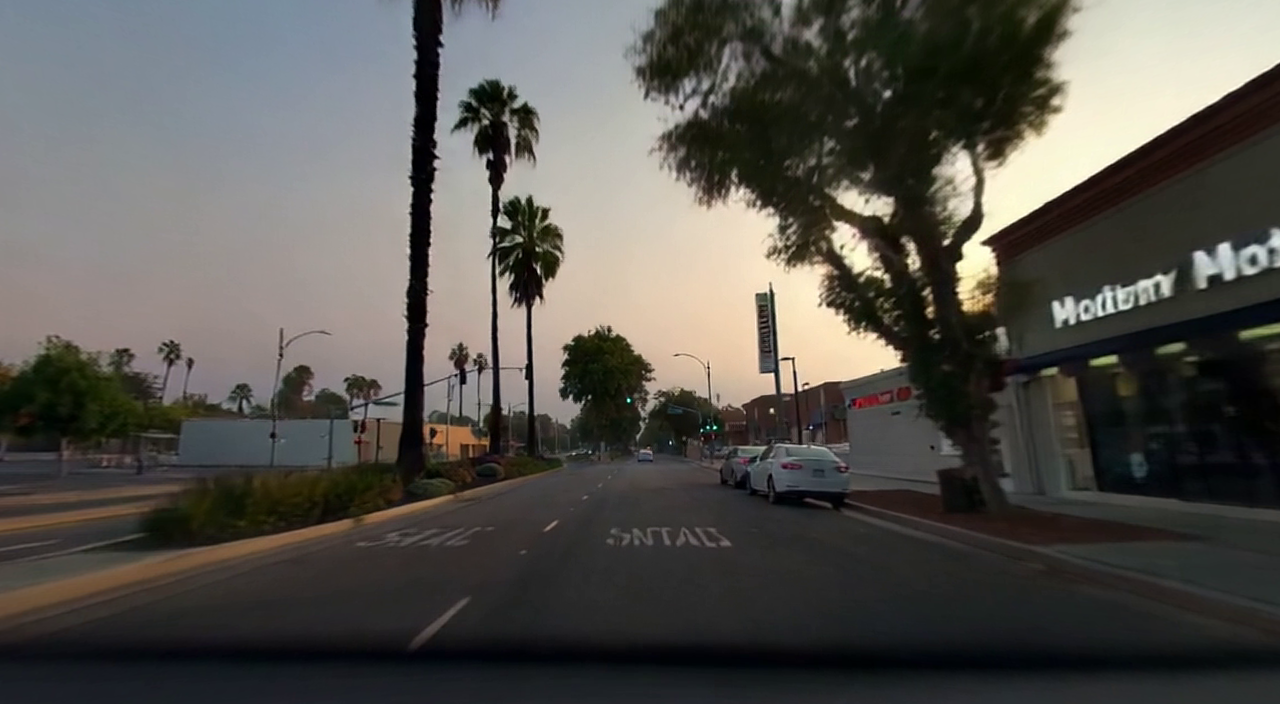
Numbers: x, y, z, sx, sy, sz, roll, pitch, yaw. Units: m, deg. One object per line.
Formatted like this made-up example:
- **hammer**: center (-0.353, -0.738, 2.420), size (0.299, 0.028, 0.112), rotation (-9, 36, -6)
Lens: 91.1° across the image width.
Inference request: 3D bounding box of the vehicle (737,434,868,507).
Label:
- **vehicle**: center (4.118, 3.112, 16.840), size (2.089, 1.652, 4.668), rotation (1, -9, -2)
